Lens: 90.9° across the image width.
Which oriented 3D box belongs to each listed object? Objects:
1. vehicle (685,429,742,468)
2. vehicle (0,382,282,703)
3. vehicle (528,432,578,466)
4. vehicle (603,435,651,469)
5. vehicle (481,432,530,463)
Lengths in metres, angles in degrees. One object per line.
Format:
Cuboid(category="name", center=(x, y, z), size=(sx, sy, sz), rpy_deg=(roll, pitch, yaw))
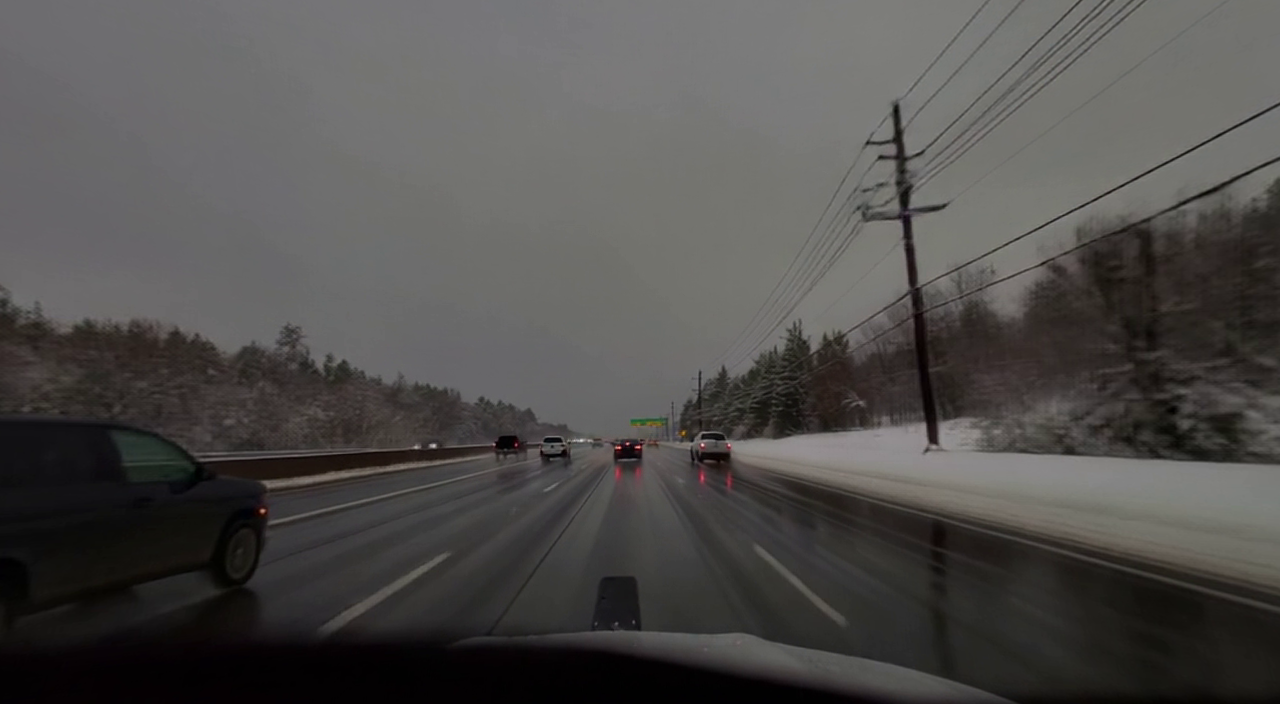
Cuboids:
Cuboid(category="vehicle", center=(3.351, 4.508, 29.739), size=(1.950, 1.695, 4.446), rpy_deg=(0, -8, -3))
Cuboid(category="vehicle", center=(-4.185, 1.005, 3.469), size=(2.004, 1.607, 4.161), rpy_deg=(0, -8, -1))
Cuboid(category="vehicle", center=(-4.390, 4.940, 32.451), size=(1.901, 1.601, 4.610), rpy_deg=(0, -8, 0))
Cuboid(category="vehicle", center=(-0.635, 4.584, 29.152), size=(2.086, 1.488, 3.440), rpy_deg=(0, -8, -2))
Cuboid(category="vehicle", center=(-7.842, 5.584, 37.203), size=(1.980, 1.678, 4.255), rpy_deg=(0, -8, 0))
